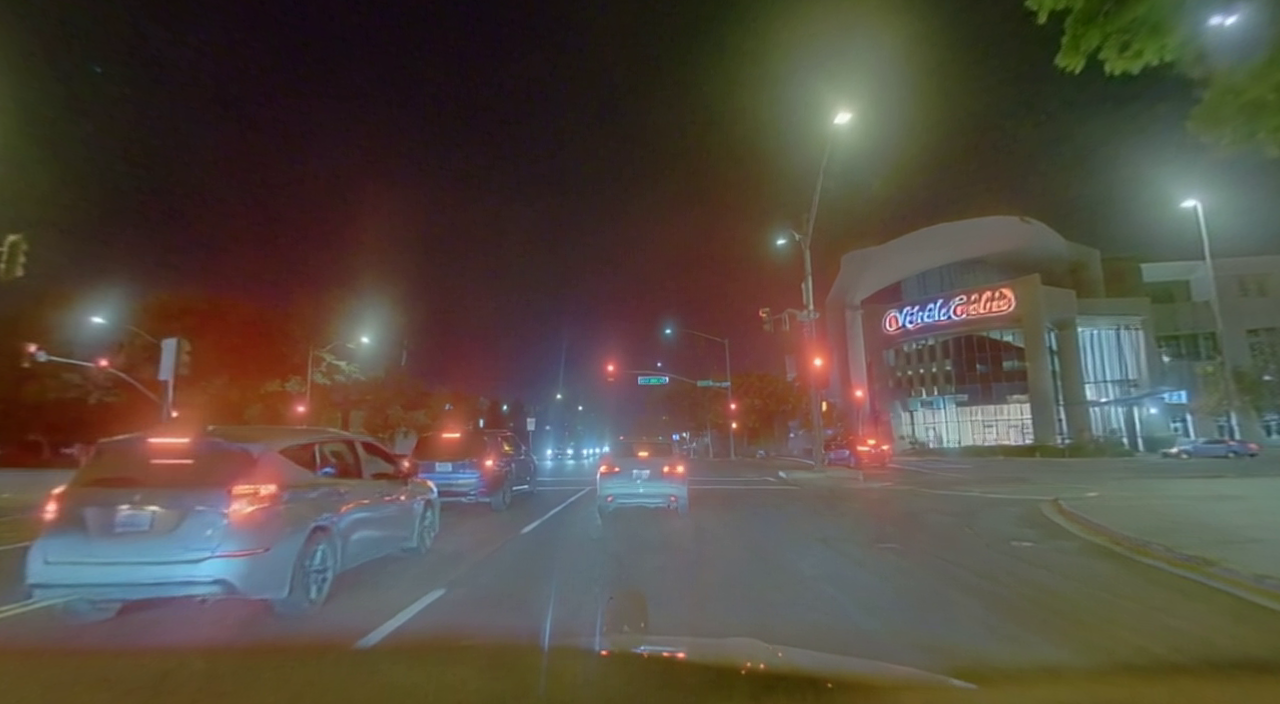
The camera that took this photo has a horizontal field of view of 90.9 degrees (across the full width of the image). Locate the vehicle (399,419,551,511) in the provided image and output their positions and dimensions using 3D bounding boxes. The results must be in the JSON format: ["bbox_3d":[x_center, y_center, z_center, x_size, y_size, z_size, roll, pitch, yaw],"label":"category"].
[{"bbox_3d":[-3.386,2.417,13.893,2.009,1.704,4.230,-1,-8,3],"label":"vehicle"}]

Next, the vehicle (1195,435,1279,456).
[{"bbox_3d":[43.660,6.814,45.983,4.582,1.442,1.860,0,-8,-2],"label":"vehicle"}]

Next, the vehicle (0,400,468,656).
[{"bbox_3d":[-3.310,1.378,6.032,2.029,1.517,4.375,0,-8,1],"label":"vehicle"}]

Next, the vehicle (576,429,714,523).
[{"bbox_3d":[0.169,2.316,12.392,2.258,1.507,3.896,-1,-8,3],"label":"vehicle"}]

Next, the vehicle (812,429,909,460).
[{"bbox_3d":[13.059,5.489,37.560,5.032,1.762,1.982,0,-8,0],"label":"vehicle"}]
